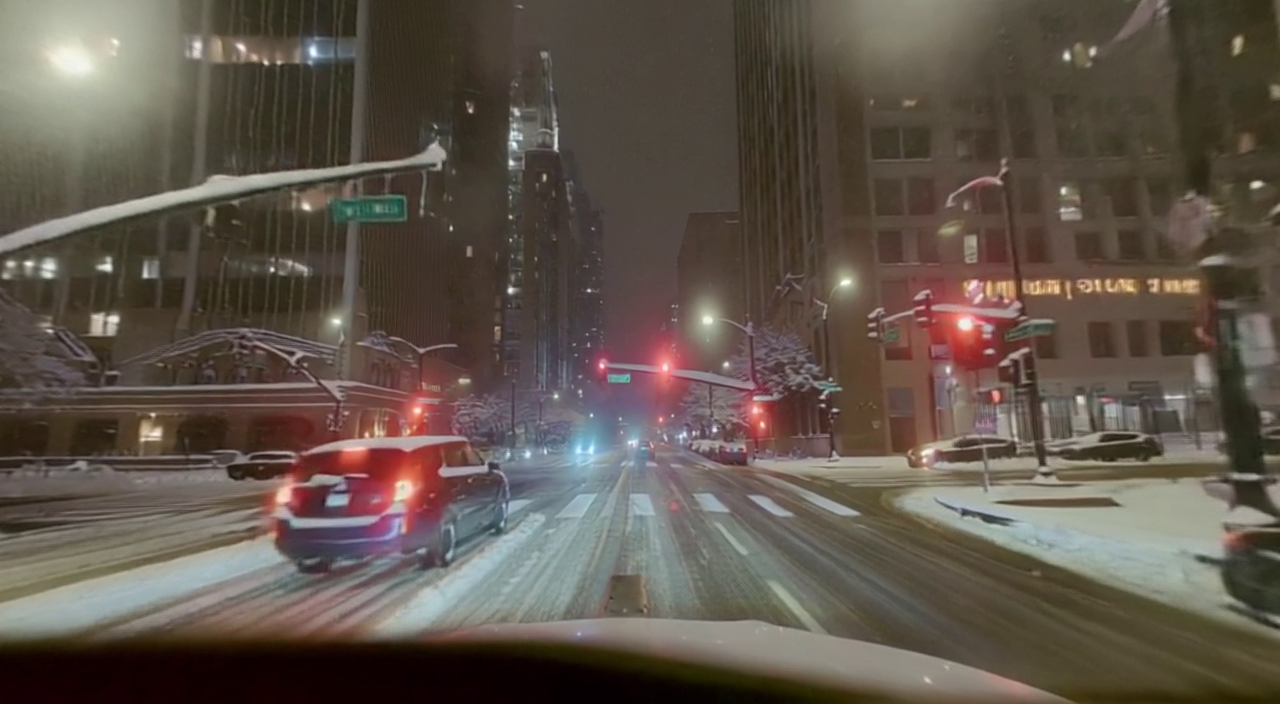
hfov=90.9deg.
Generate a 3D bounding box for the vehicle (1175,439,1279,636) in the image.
[{"bbox_3d":[5.835,1.189,3.335,1.929,1.464,4.494,0,-8,-3],"label":"vehicle"}]

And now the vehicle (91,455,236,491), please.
[{"bbox_3d":[-21.644,5.508,28.788,4.791,1.506,2.244,0,-8,0],"label":"vehicle"}]

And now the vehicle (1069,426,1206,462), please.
[{"bbox_3d":[22.222,4.125,28.281,4.475,1.482,2.026,1,-8,-1],"label":"vehicle"}]

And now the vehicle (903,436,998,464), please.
[{"bbox_3d":[17.269,5.468,35.179,4.293,1.495,1.935,0,-8,-1],"label":"vehicle"}]

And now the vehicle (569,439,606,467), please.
[{"bbox_3d":[-3.778,7.394,46.166,2.176,1.804,4.740,-3,-9,0],"label":"vehicle"}]

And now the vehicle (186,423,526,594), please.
[{"bbox_3d":[-2.939,1.725,7.989,2.014,1.480,4.780,0,-8,1],"label":"vehicle"}]

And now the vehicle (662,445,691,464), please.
[{"bbox_3d":[2.786,7.939,49.064,1.919,1.371,3.583,0,-8,-1],"label":"vehicle"}]

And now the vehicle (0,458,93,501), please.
[{"bbox_3d":[-25.167,5.164,25.300,4.599,1.429,2.031,-4,-7,-1],"label":"vehicle"}]

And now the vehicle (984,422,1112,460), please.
[{"bbox_3d":[20.237,4.456,31.430,4.827,1.817,2.190,0,-8,0],"label":"vehicle"}]
